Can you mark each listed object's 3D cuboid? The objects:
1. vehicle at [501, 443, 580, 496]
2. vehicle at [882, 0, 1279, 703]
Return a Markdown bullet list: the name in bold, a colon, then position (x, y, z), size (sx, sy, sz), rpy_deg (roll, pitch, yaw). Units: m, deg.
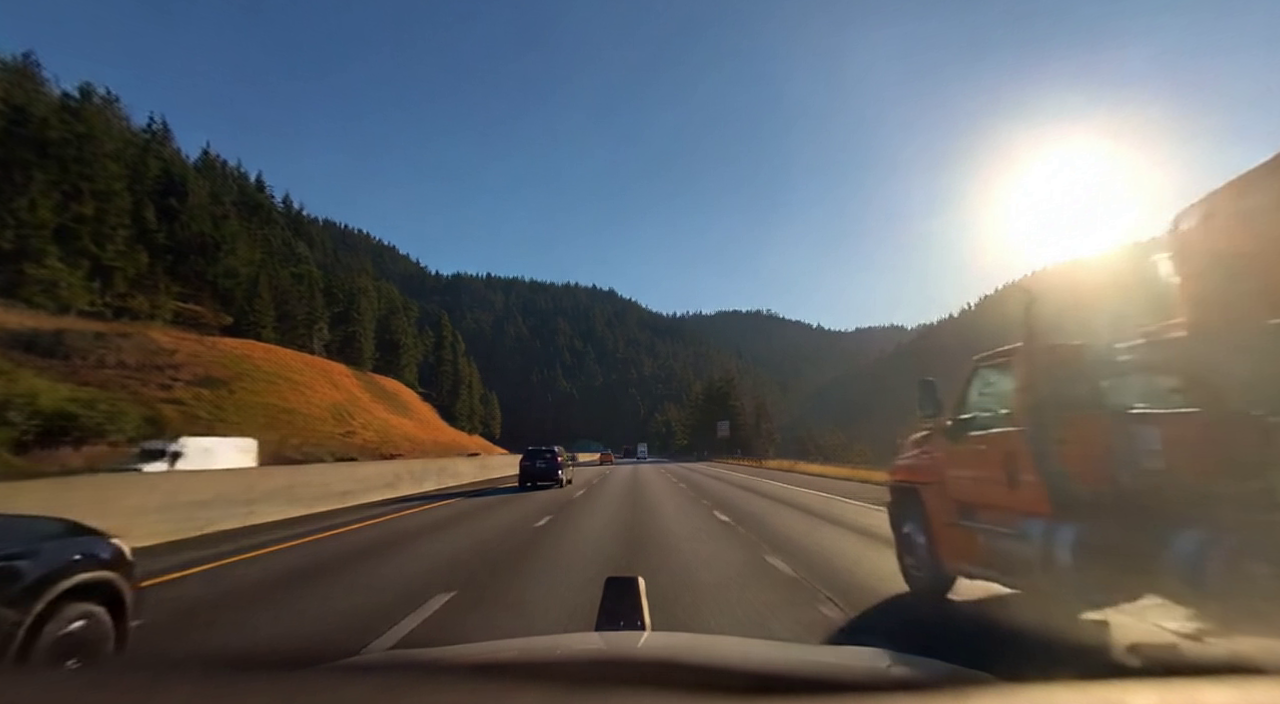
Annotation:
- **vehicle**: position (-3.153, 3.821, 20.909), size (1.944, 1.548, 4.051), rpy_deg (0, -9, 0)
- **vehicle**: position (3.986, -0.134, 3.299), size (3.016, 3.891, 5.767), rpy_deg (0, -9, 0)
